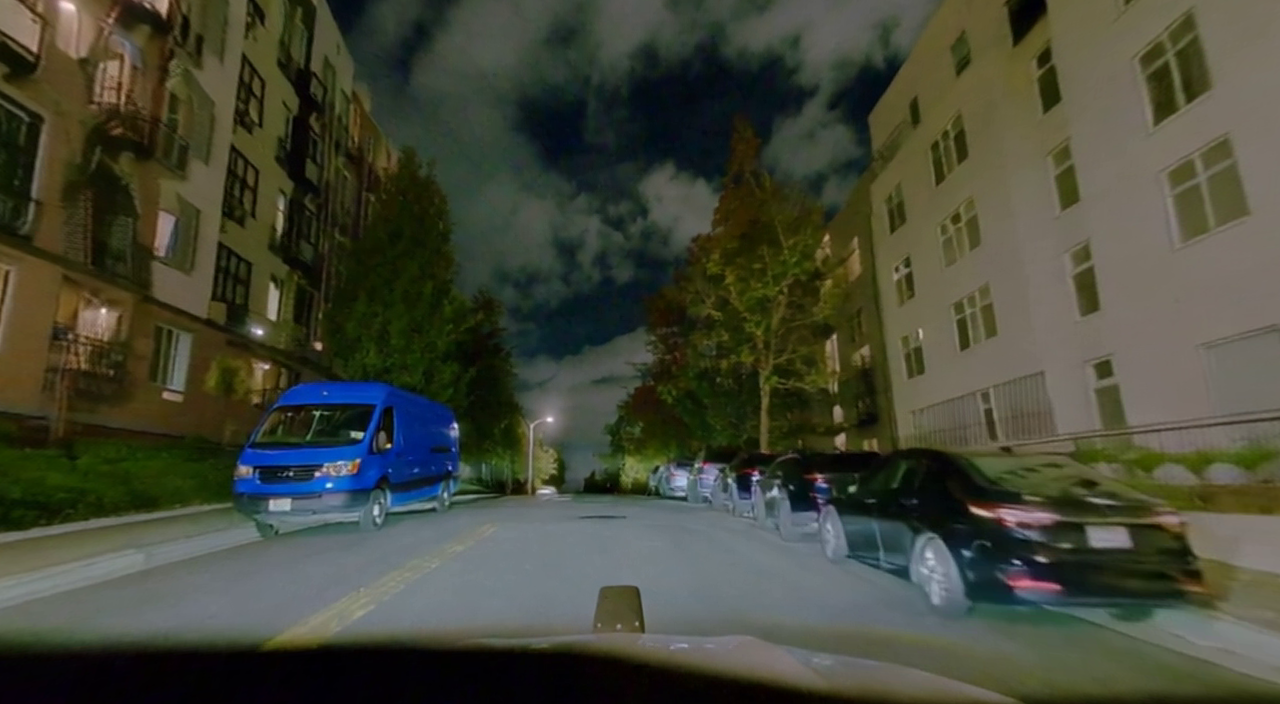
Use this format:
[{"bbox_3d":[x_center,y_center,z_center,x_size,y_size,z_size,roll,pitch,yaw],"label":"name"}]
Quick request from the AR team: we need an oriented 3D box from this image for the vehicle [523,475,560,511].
[{"bbox_3d":[-6.729,9.643,43.491,2.090,1.674,4.457,-4,-4,-5],"label":"vehicle"}]

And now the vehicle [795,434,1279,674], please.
[{"bbox_3d":[3.033,1.561,6.097,1.827,1.436,4.322,0,-9,-2],"label":"vehicle"}]

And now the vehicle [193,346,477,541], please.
[{"bbox_3d":[-5.178,1.744,12.417,2.546,2.664,6.863,-2,-8,-4],"label":"vehicle"}]
